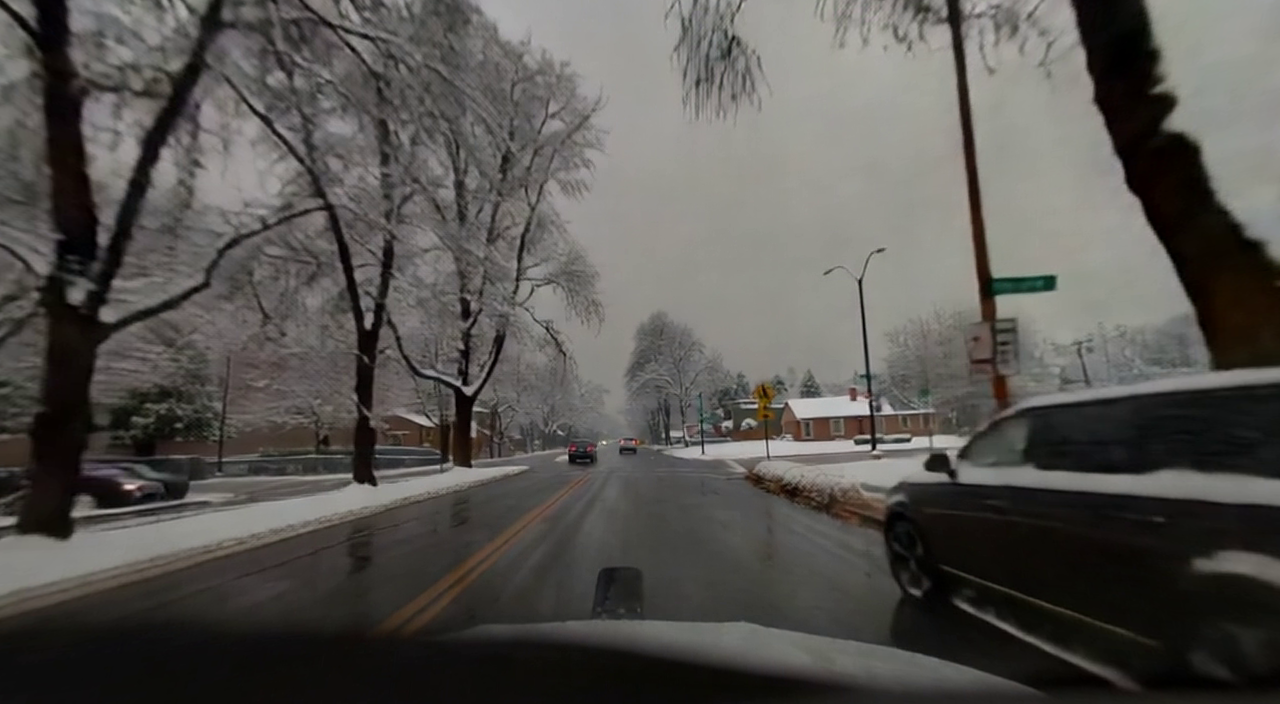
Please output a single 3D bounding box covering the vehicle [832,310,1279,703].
[{"bbox_3d":[3.427,1.054,3.881,2.388,1.879,6.303,2,-8,-2],"label":"vehicle"}]
